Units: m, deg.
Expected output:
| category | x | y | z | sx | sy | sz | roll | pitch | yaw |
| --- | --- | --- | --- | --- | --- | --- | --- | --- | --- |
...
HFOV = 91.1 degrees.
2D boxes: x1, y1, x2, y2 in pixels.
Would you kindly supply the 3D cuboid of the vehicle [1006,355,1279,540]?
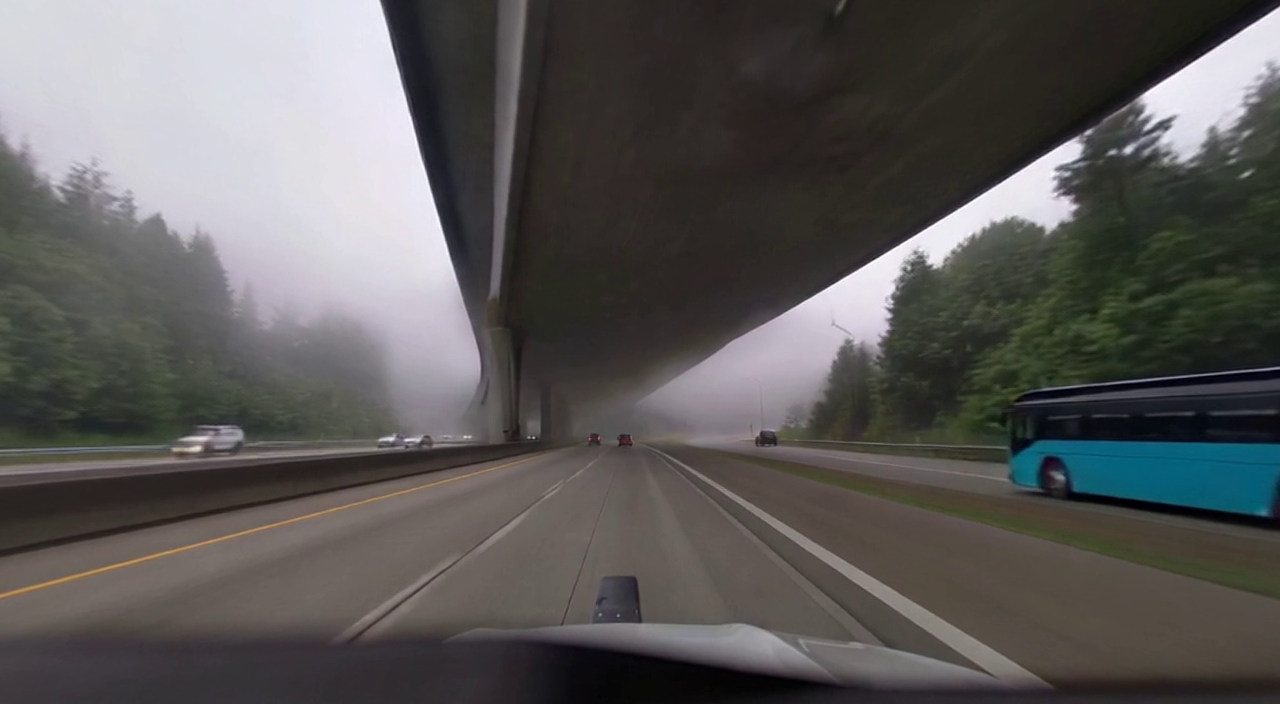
| category | x | y | z | sx | sy | sz | roll | pitch | yaw |
| --- | --- | --- | --- | --- | --- | --- | --- | --- | --- |
| vehicle | 12.982 | 2.026 | 13.656 | 3.009 | 3.265 | 12.098 | 0 | -8 | 1 |
